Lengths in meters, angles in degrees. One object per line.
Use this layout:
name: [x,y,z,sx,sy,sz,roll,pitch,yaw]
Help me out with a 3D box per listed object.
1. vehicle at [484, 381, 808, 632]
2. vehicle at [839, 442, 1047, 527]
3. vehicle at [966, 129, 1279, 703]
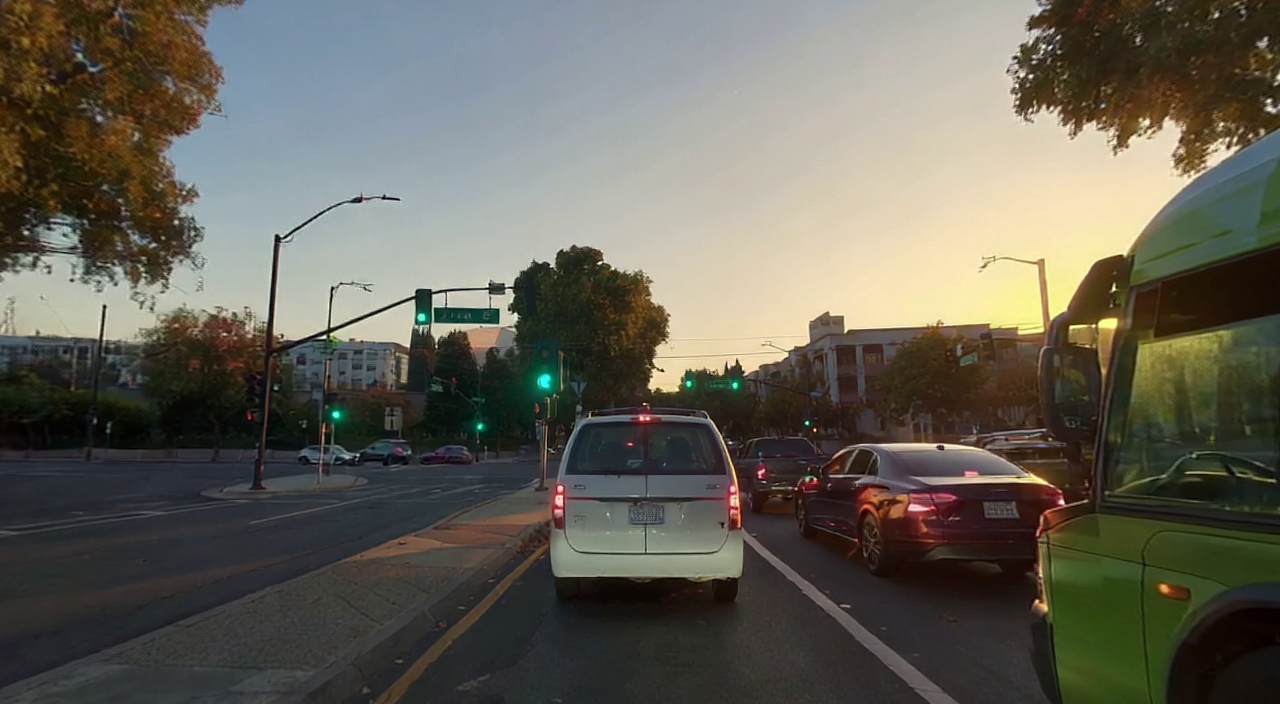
vehicle: [0.018,1.475,7.012,2.381,1.842,4.603,0,-8,-1]
vehicle: [5.986,2.639,13.228,1.987,1.457,4.675,0,-8,-1]
vehicle: [2.618,0.318,0.431,2.037,2.065,5.037,0,-8,0]
